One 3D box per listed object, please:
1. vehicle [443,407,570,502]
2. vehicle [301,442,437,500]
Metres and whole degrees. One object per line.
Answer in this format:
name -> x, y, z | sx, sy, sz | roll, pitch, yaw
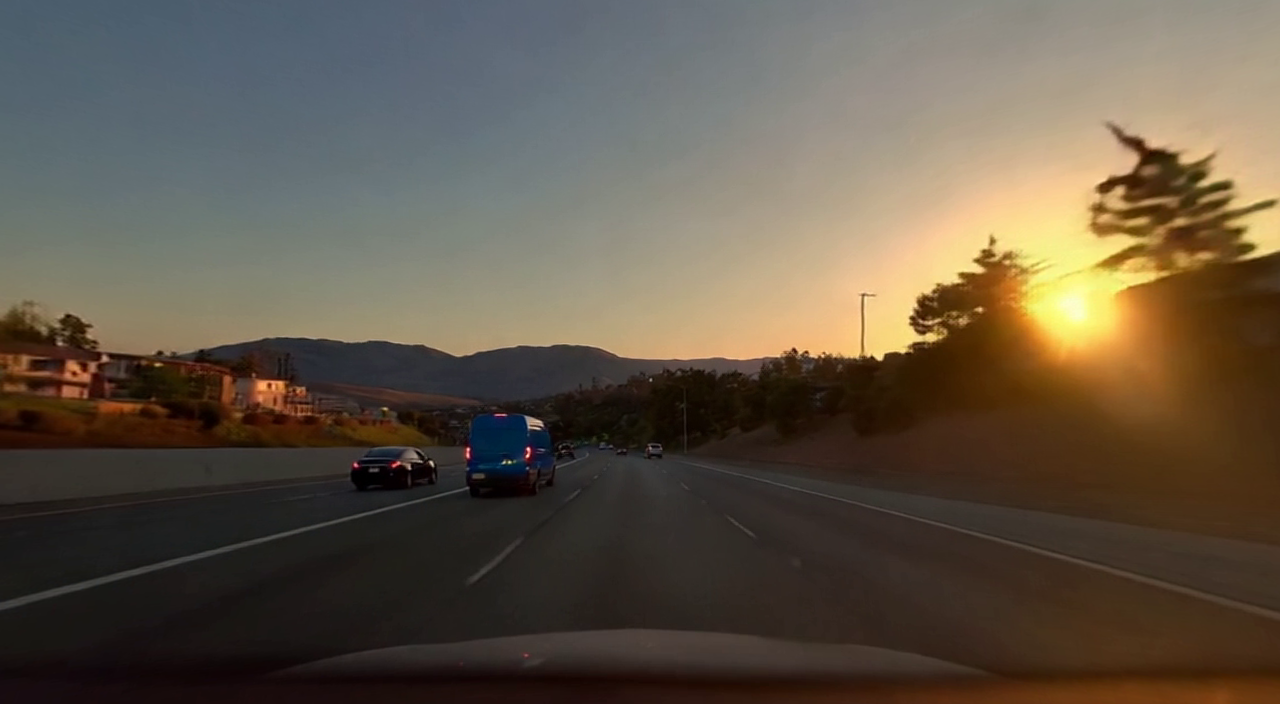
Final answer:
vehicle -> -3.536, 2.883, 17.931 | 2.372, 2.248, 5.393 | -1, -9, 1
vehicle -> -7.994, 3.528, 19.118 | 1.987, 1.490, 4.781 | -1, -9, 0
